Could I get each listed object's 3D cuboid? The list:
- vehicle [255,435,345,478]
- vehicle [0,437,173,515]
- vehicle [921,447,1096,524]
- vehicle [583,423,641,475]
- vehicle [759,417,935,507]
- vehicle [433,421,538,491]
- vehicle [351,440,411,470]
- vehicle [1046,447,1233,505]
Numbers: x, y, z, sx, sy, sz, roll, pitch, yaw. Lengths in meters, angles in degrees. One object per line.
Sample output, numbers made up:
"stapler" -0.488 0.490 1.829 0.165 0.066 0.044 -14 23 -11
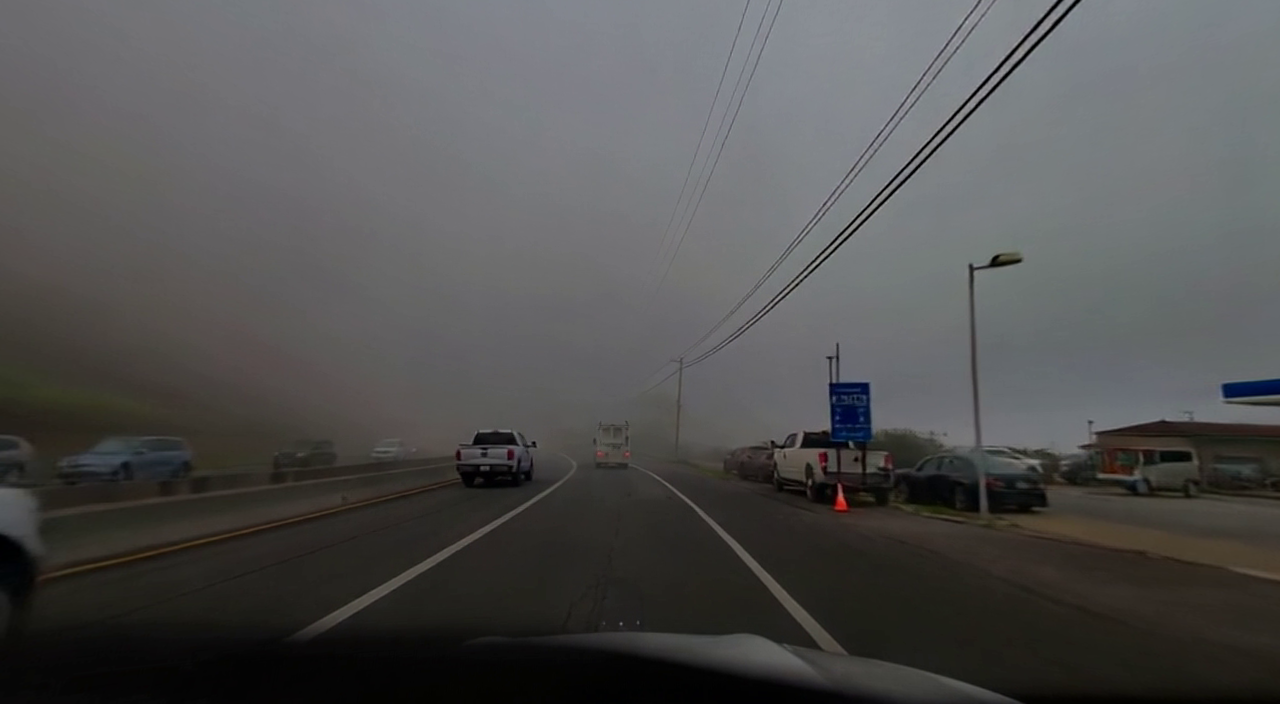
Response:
"vehicle" -14.317 4.420 26.896 1.817 1.670 3.890 0 -8 -3
"vehicle" -13.165 2.686 14.248 1.888 1.456 4.537 0 -8 -2
"vehicle" 9.207 3.319 16.292 1.933 1.480 4.249 2 -6 -1
"vehicle" -1.457 4.648 30.439 2.486 2.280 5.291 1 -8 -5
"vehicle" 5.755 3.204 18.943 2.706 2.199 6.527 0 -8 -4
"vehicle" -4.965 3.447 21.323 2.345 2.012 5.693 0 -8 -3
"vehicle" -14.830 5.885 36.434 1.930 1.591 4.408 1 -8 -5
"vehicle" 17.258 4.231 22.227 1.986 1.771 4.809 2 -9 -14
